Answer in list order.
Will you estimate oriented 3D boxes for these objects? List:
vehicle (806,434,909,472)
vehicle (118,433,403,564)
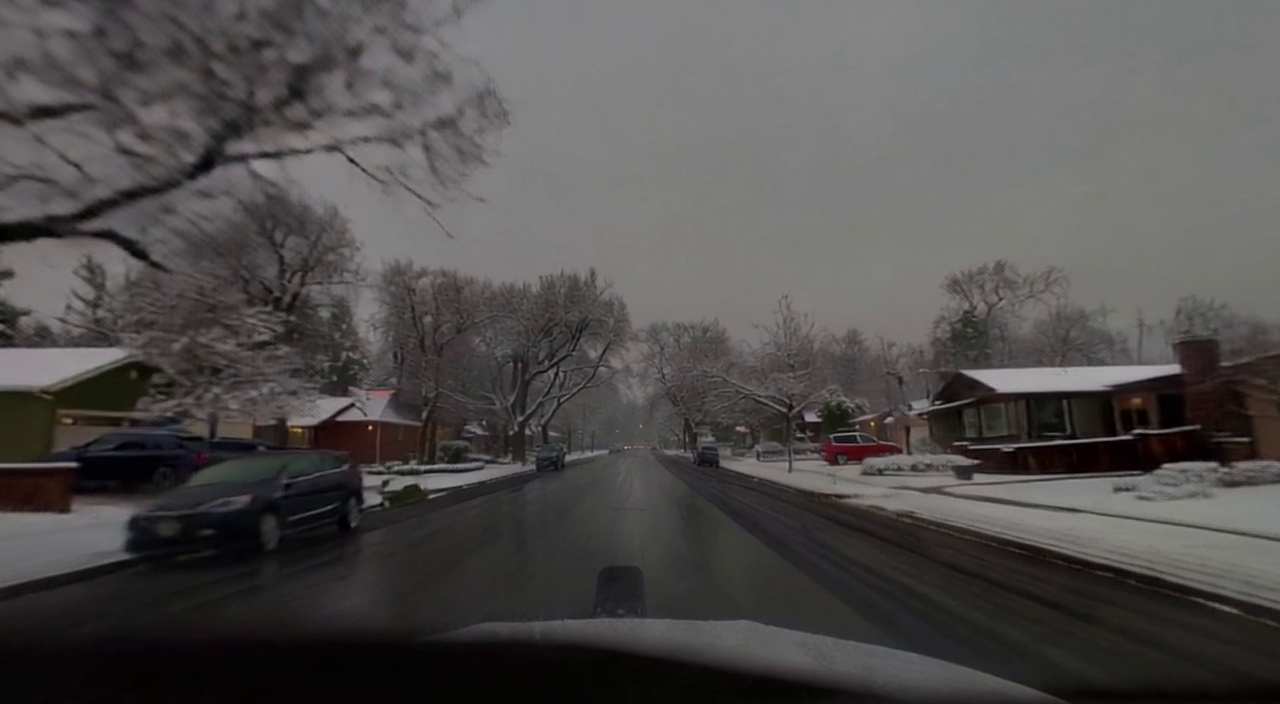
[{"bbox_3d":[11.311,5.267,33.071,4.626,1.880,1.980,1,-9,-9],"label":"vehicle"},{"bbox_3d":[-5.636,2.188,10.192,1.944,1.621,4.187,-1,-9,0],"label":"vehicle"}]
